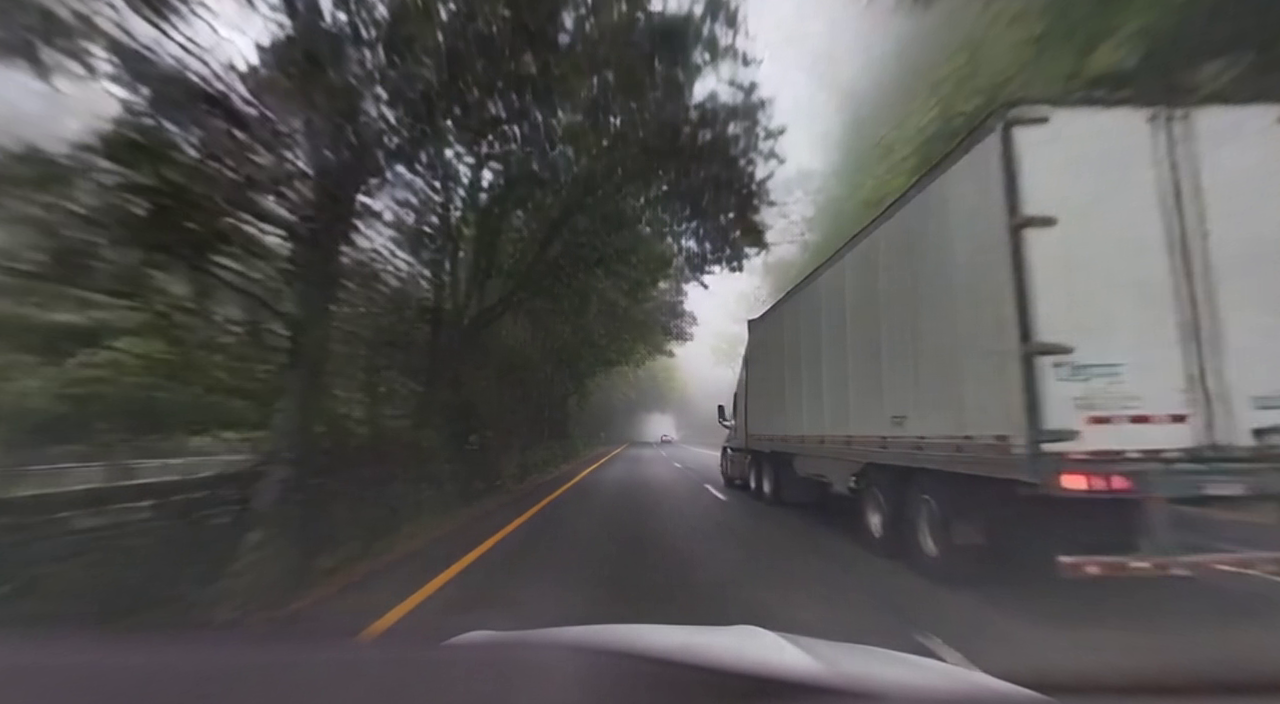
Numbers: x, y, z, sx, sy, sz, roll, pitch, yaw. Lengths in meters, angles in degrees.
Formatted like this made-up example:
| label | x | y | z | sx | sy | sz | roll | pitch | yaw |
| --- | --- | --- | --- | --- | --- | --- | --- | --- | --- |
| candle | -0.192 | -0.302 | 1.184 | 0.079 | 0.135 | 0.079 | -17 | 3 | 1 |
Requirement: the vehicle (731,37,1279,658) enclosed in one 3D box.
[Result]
| label | x | y | z | sx | sy | sz | roll | pitch | yaw |
| --- | --- | --- | --- | --- | --- | --- | --- | --- | --- |
| vehicle | 4.260 | 0.753 | 10.989 | 2.951 | 4.007 | 13.976 | 0 | -7 | -1 |
